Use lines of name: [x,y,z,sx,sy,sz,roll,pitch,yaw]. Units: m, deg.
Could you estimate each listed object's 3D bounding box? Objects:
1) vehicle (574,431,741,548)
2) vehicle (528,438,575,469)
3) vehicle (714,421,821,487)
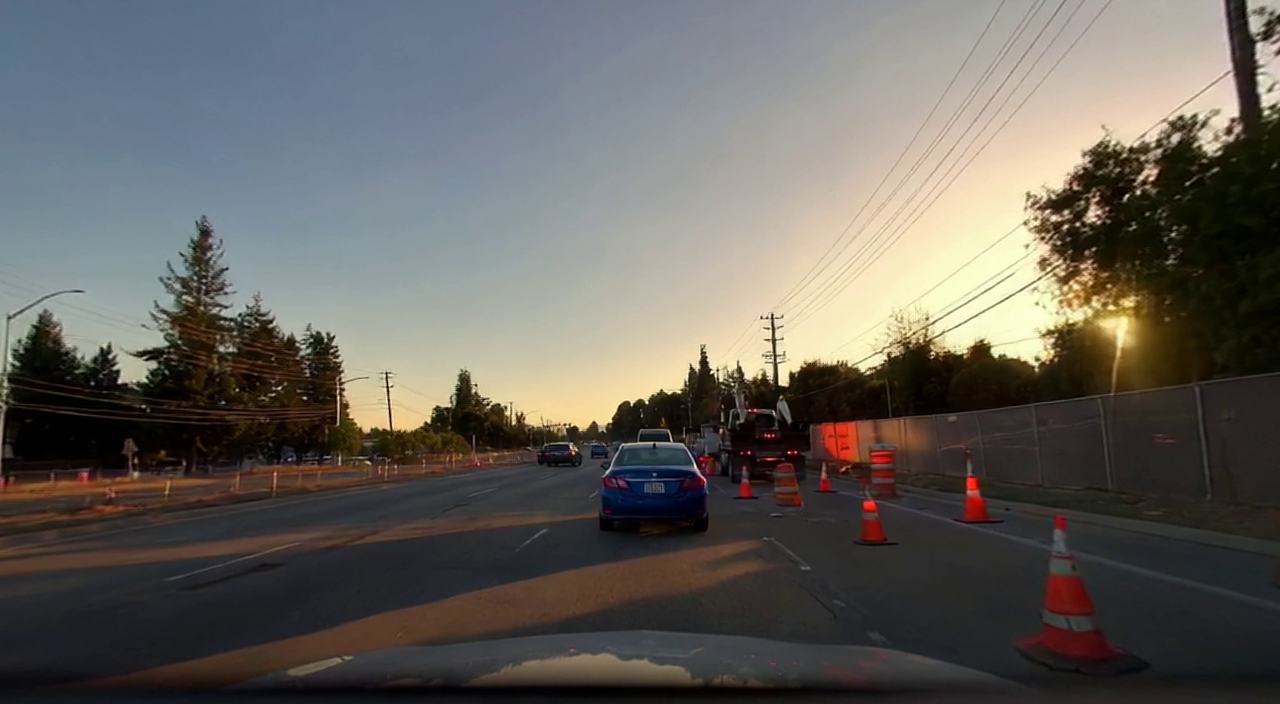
vehicle: [0.232,2.081,10.245,2.128,1.473,4.272,0,-8,0]
vehicle: [-5.135,5.971,37.241,1.963,1.721,4.467,-1,-8,3]
vehicle: [4.255,3.575,22.392,2.555,2.017,6.201,0,-8,1]
